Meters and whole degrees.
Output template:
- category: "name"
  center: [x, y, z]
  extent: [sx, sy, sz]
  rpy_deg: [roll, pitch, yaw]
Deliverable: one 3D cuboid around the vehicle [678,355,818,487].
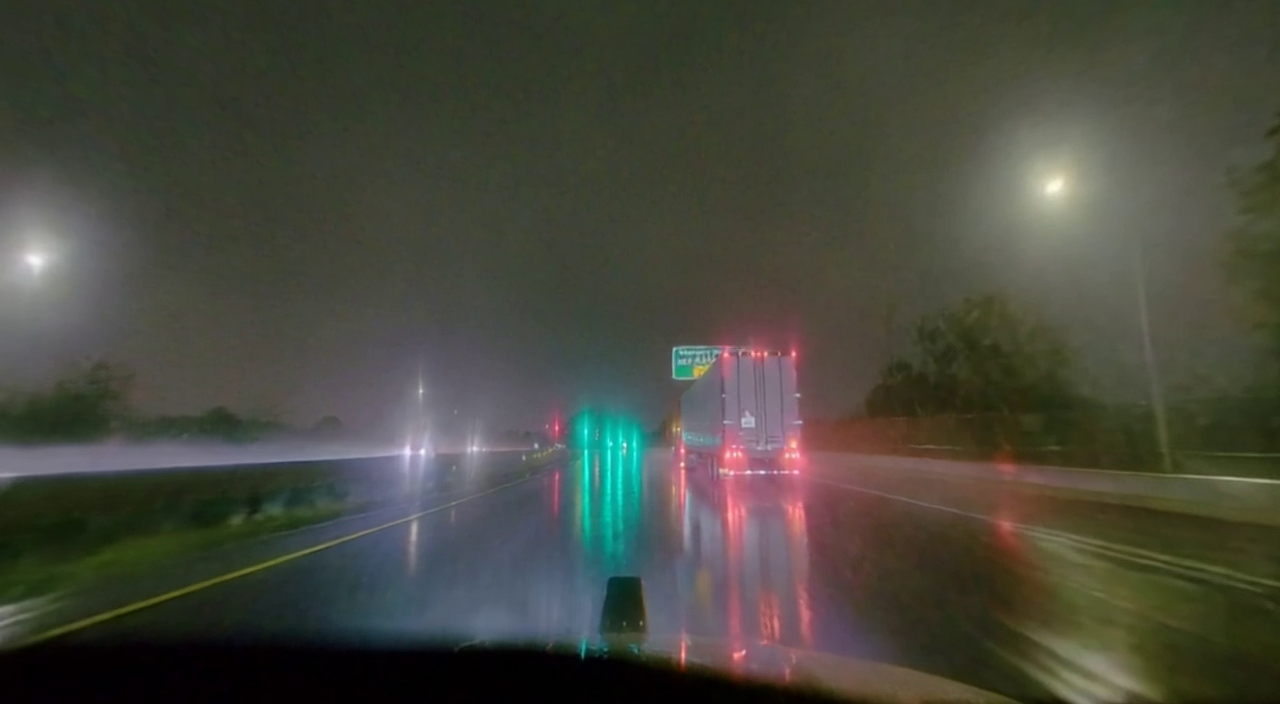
- category: "vehicle"
  center: [3.970, 3.501, 29.236]
  extent: [2.932, 4.205, 18.253]
  rpy_deg: [0, -8, -1]
